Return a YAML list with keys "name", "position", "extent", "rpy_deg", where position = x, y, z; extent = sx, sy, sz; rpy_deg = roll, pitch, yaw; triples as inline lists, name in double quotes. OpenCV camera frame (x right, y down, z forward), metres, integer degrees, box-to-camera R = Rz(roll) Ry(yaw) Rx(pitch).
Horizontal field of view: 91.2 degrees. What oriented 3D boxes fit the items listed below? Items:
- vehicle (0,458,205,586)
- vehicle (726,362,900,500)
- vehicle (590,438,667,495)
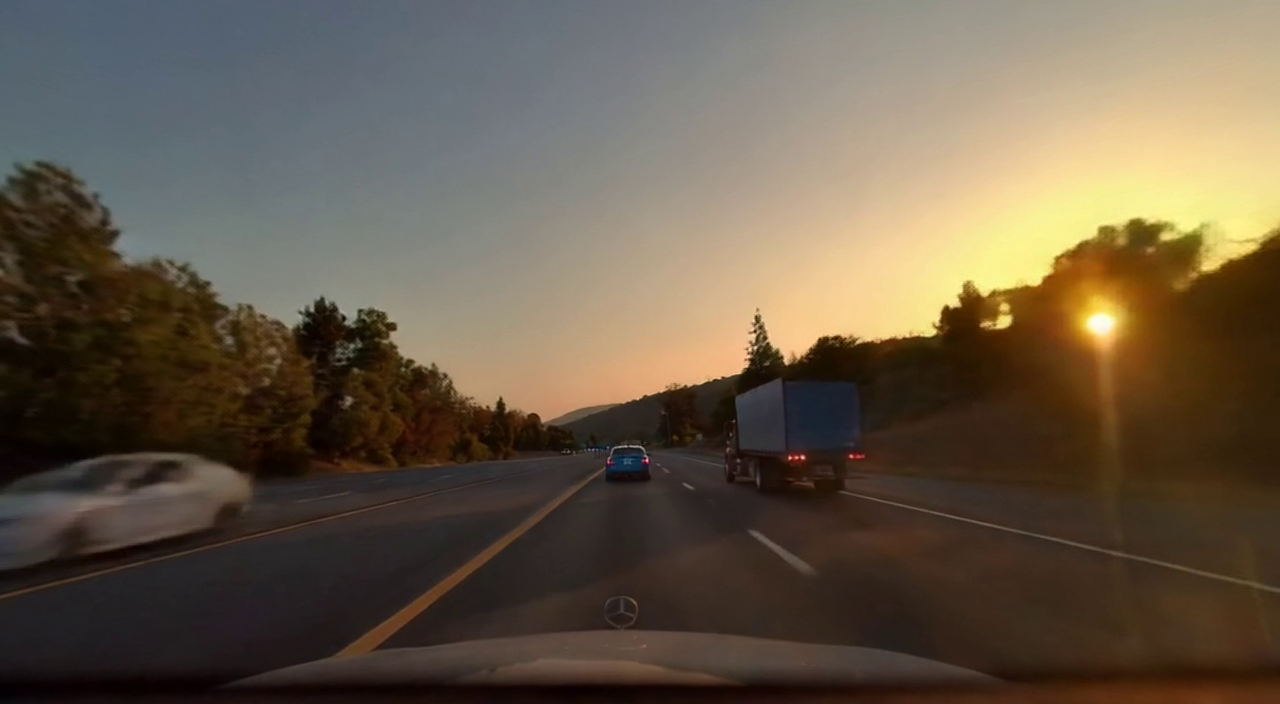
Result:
- name: "vehicle"
  position: [-8.876, 2.410, 9.473]
  extent: [1.844, 1.501, 3.817]
  rpy_deg: [-1, -9, -1]
- name: "vehicle"
  position: [4.539, 2.371, 18.307]
  extent: [2.791, 3.201, 7.145]
  rpy_deg: [0, -9, -2]
- name: "vehicle"
  position: [-0.319, 3.391, 18.857]
  extent: [2.066, 1.490, 3.759]
  rpy_deg: [-1, -9, 0]
